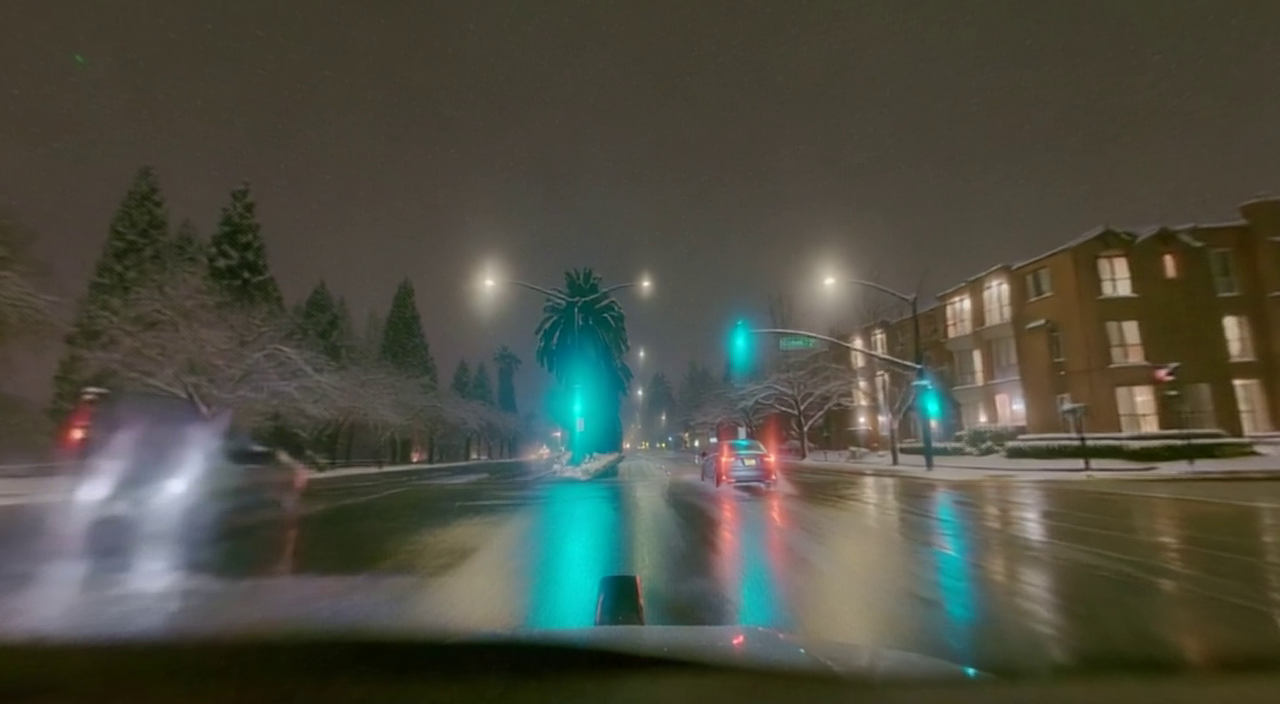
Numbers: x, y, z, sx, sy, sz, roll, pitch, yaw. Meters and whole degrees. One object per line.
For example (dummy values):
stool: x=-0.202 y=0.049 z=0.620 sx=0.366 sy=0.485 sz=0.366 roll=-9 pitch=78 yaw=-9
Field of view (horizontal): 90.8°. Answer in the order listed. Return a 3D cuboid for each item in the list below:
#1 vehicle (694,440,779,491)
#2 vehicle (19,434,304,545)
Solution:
vehicle: x=2.975 y=3.608 z=20.392 sx=1.964 sy=1.448 sz=4.295 roll=0 pitch=-8 yaw=-2
vehicle: x=-8.720 y=2.494 z=12.206 sx=2.010 sy=1.718 sz=4.443 roll=0 pitch=-8 yaw=0
